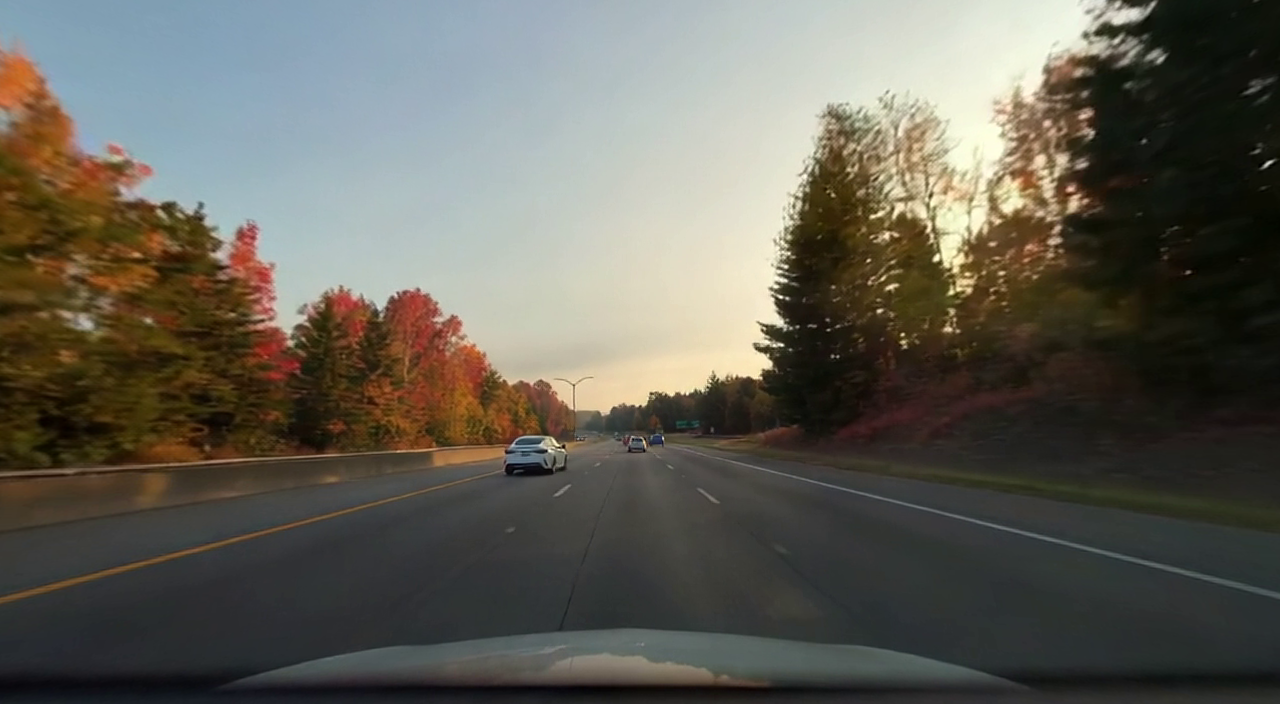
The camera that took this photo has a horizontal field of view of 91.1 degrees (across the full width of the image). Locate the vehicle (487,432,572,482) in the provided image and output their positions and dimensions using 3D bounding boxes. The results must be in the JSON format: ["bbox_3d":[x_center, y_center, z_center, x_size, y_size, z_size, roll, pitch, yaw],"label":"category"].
[{"bbox_3d":[-3.605,3.530,21.432,2.103,1.507,4.367,0,-8,0],"label":"vehicle"}]
